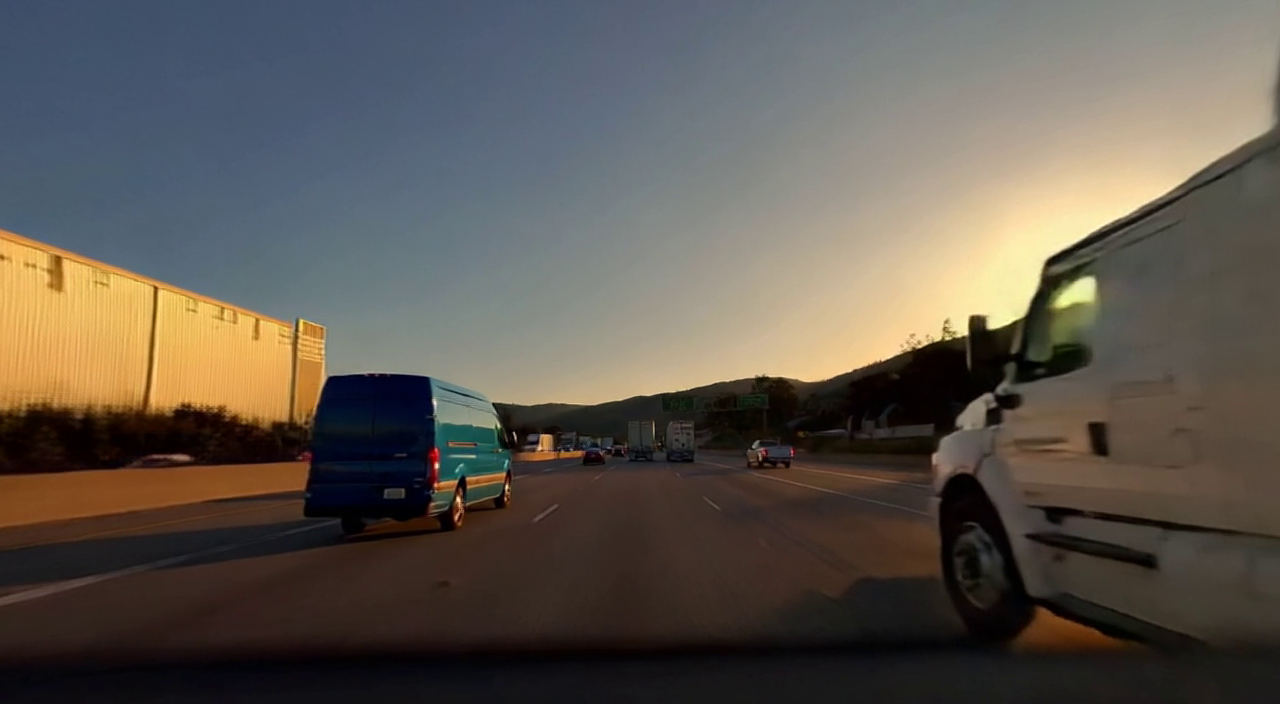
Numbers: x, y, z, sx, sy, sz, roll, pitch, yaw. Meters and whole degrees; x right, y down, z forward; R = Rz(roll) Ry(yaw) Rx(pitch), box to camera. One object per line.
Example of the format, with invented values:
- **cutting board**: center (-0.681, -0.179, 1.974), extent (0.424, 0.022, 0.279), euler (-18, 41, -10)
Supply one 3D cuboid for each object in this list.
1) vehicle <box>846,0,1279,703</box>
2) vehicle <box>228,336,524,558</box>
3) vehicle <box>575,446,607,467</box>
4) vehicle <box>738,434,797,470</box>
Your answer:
- **vehicle**: center (3.620, -0.156, 2.660), extent (3.011, 3.900, 6.798), euler (0, -9, -1)
- **vehicle**: center (-4.017, 1.705, 11.603), extent (2.557, 2.855, 6.674), euler (0, -9, 0)
- **vehicle**: center (-3.626, 7.781, 47.477), extent (2.024, 1.472, 4.014), euler (0, -9, 0)
- **vehicle**: center (7.228, 5.743, 36.487), extent (2.216, 1.918, 5.742), euler (0, -9, 0)
